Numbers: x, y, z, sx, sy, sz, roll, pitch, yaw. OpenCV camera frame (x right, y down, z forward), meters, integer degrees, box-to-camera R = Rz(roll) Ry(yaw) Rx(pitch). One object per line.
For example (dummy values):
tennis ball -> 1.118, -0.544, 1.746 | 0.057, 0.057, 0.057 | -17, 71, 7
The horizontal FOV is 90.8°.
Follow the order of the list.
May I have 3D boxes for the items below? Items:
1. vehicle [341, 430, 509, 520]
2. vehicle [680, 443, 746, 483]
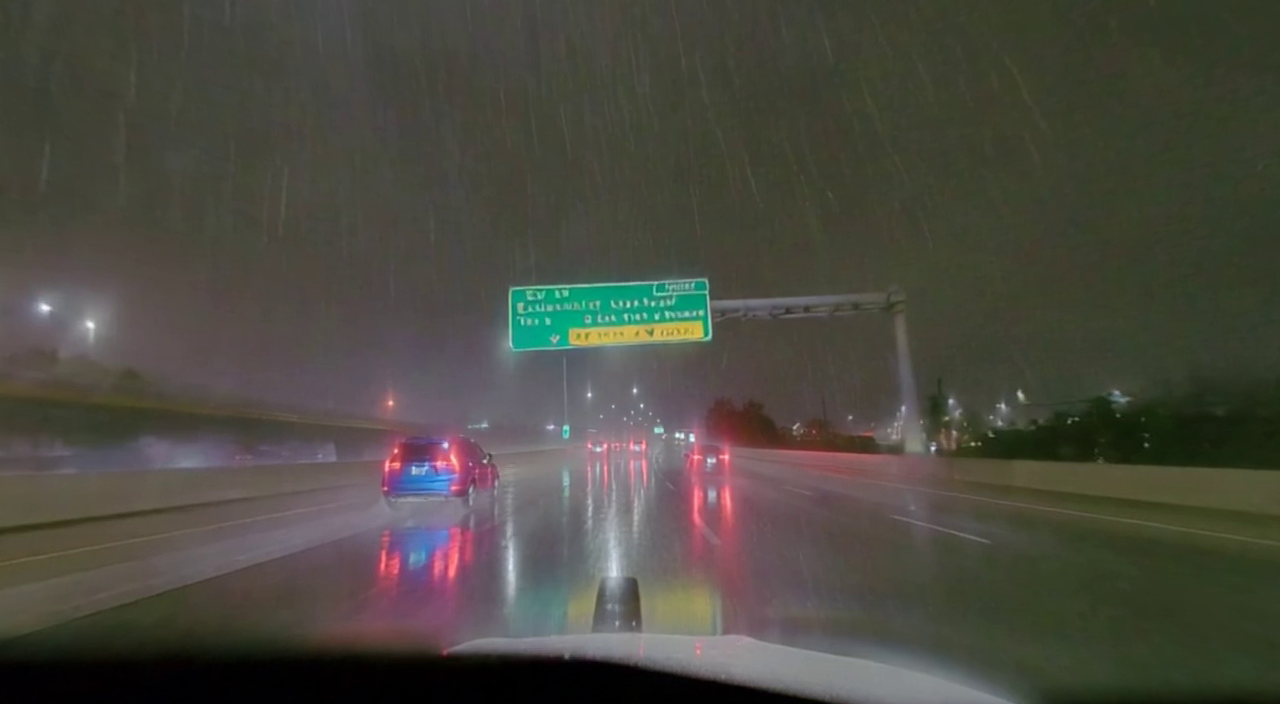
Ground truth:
vehicle -> -4.393, 2.569, 13.721 | 2.193, 1.641, 4.077 | 0, -8, 0
vehicle -> 2.832, 4.408, 25.511 | 2.083, 1.453, 4.307 | 0, -8, -1
